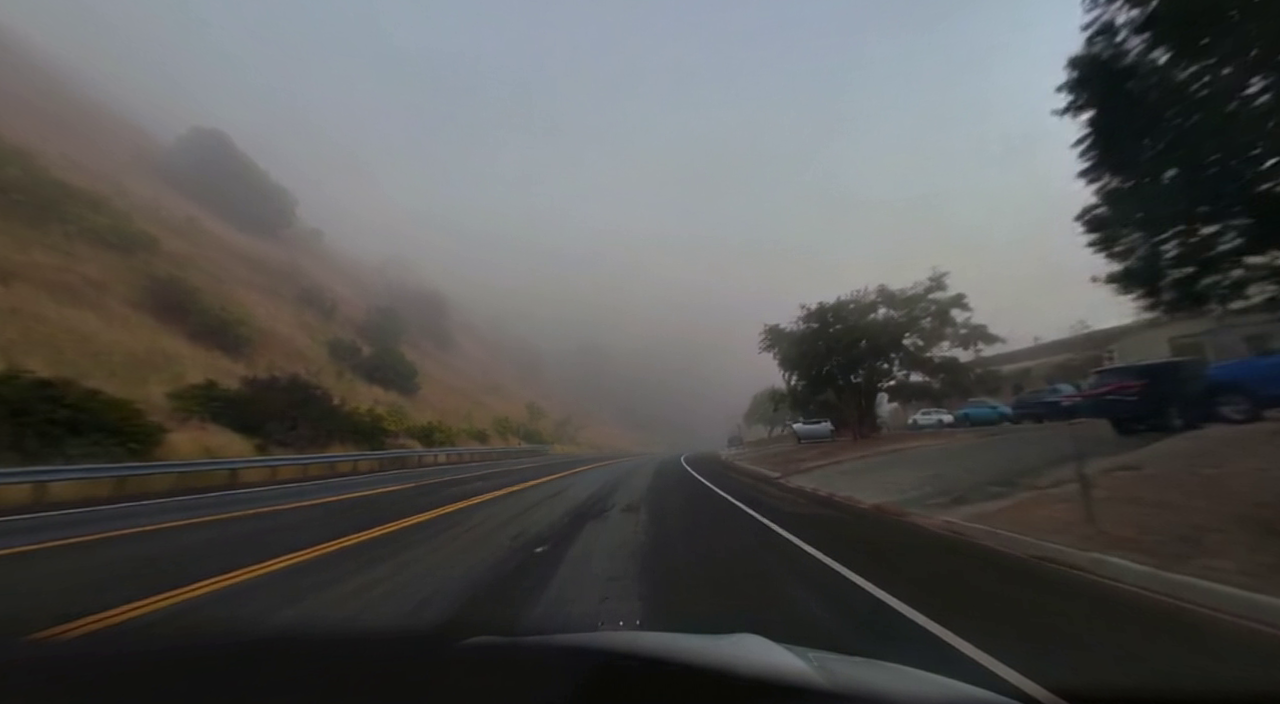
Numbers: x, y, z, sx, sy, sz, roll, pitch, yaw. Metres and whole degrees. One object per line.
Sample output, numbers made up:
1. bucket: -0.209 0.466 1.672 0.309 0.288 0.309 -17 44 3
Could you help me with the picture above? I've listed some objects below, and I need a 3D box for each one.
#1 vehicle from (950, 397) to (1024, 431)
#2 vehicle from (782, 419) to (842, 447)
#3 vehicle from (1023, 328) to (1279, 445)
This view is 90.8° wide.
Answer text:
1. vehicle: 20.577 3.742 37.691 1.933 1.770 4.325 -2 -9 1
2. vehicle: 10.077 4.835 37.352 2.103 1.447 4.727 -2 -9 -1
3. vehicle: 9.580 0.829 12.020 1.929 1.593 4.030 -5 -10 0
